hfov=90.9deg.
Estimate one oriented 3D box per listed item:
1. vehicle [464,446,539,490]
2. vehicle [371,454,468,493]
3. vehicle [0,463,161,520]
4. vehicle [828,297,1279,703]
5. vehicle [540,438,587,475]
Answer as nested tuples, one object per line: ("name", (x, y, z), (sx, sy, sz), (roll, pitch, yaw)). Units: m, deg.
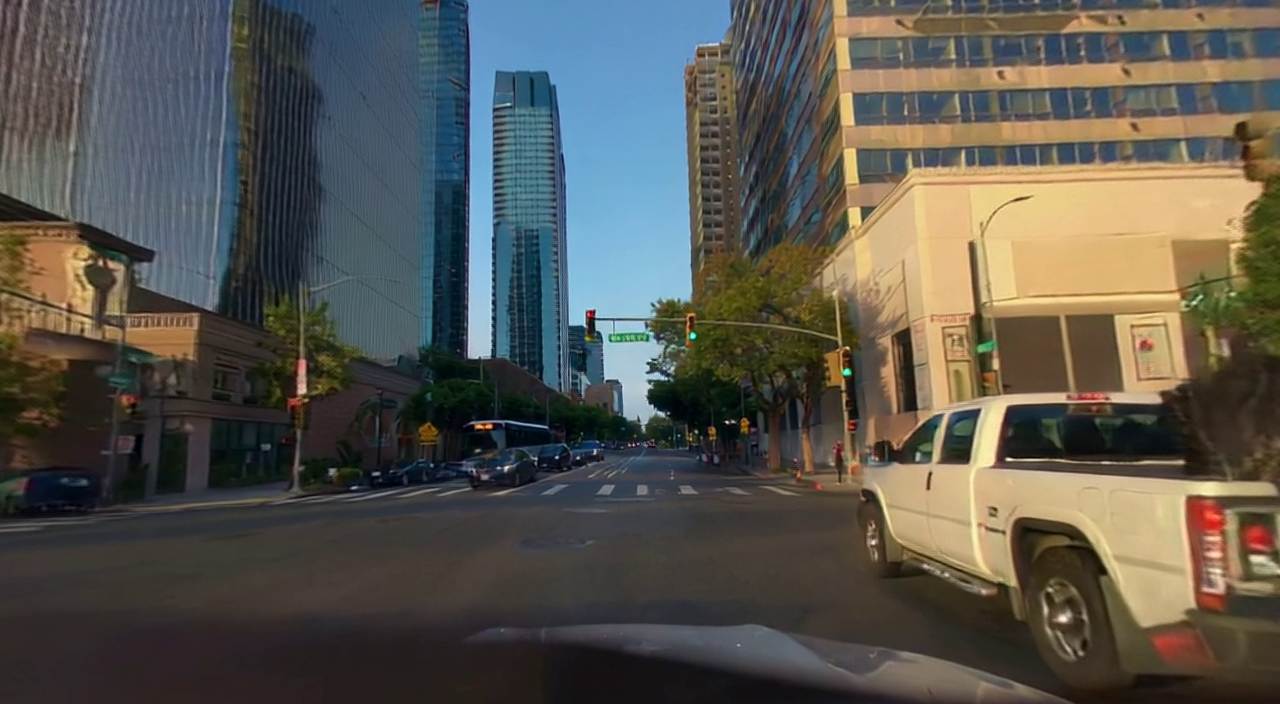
("vehicle", (-5.515, 4.641, 25.647), (1.997, 1.610, 4.144), (0, -8, 1))
("vehicle", (-9.672, 5.350, 28.150), (2.003, 1.489, 4.656), (-1, -8, 10))
("vehicle", (-17.439, 4.116, 18.844), (4.635, 1.468, 2.051), (5, -10, -30))
("vehicle", (3.318, 1.114, 4.745), (2.118, 1.848, 5.426), (0, -8, 0))
("vehicle", (-4.969, 6.850, 41.643), (2.304, 2.208, 5.200), (0, -8, 1))
